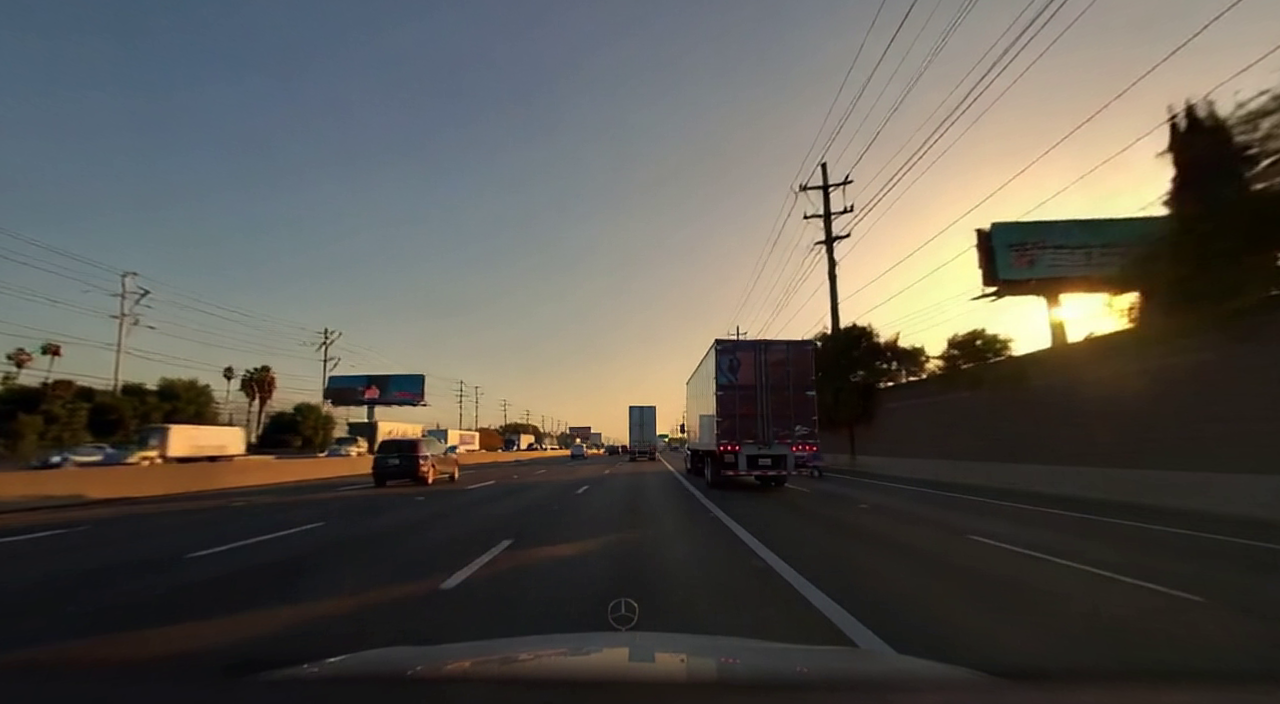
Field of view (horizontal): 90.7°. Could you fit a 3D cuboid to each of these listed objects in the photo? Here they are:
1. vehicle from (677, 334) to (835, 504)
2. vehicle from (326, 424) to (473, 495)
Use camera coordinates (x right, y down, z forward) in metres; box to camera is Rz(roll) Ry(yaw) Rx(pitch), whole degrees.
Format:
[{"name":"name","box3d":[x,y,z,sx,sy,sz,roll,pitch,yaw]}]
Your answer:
[{"name":"vehicle","box3d":[3.304,2.845,23.754,2.892,4.152,16.575,0,-9,0]},{"name":"vehicle","box3d":[-7.331,3.363,20.145,2.425,1.917,5.647,0,-9,0]}]
